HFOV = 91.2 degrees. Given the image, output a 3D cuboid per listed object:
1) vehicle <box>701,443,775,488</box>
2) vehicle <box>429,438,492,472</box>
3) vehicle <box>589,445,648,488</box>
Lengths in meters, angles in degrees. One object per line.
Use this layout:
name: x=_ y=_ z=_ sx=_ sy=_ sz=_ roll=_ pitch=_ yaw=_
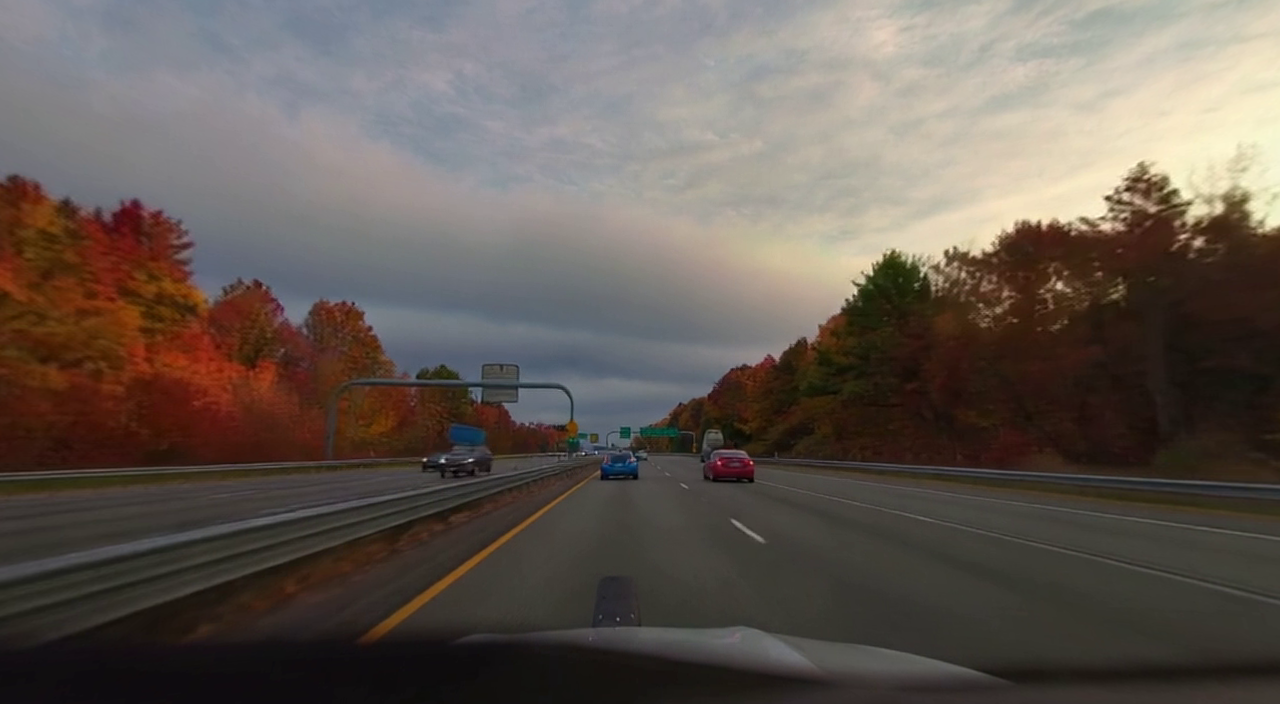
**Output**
vehicle: x=3.770 y=4.458 z=24.930 sx=2.300 sy=1.595 sz=4.144 roll=-1 pitch=-9 yaw=0
vehicle: x=-9.695 y=5.621 z=34.250 sx=2.098 sy=1.694 sz=4.672 roll=0 pitch=-9 yaw=-1
vehicle: x=-0.799 y=4.512 z=25.065 sx=2.128 sy=1.516 sz=4.410 roll=0 pitch=-9 yaw=-1
